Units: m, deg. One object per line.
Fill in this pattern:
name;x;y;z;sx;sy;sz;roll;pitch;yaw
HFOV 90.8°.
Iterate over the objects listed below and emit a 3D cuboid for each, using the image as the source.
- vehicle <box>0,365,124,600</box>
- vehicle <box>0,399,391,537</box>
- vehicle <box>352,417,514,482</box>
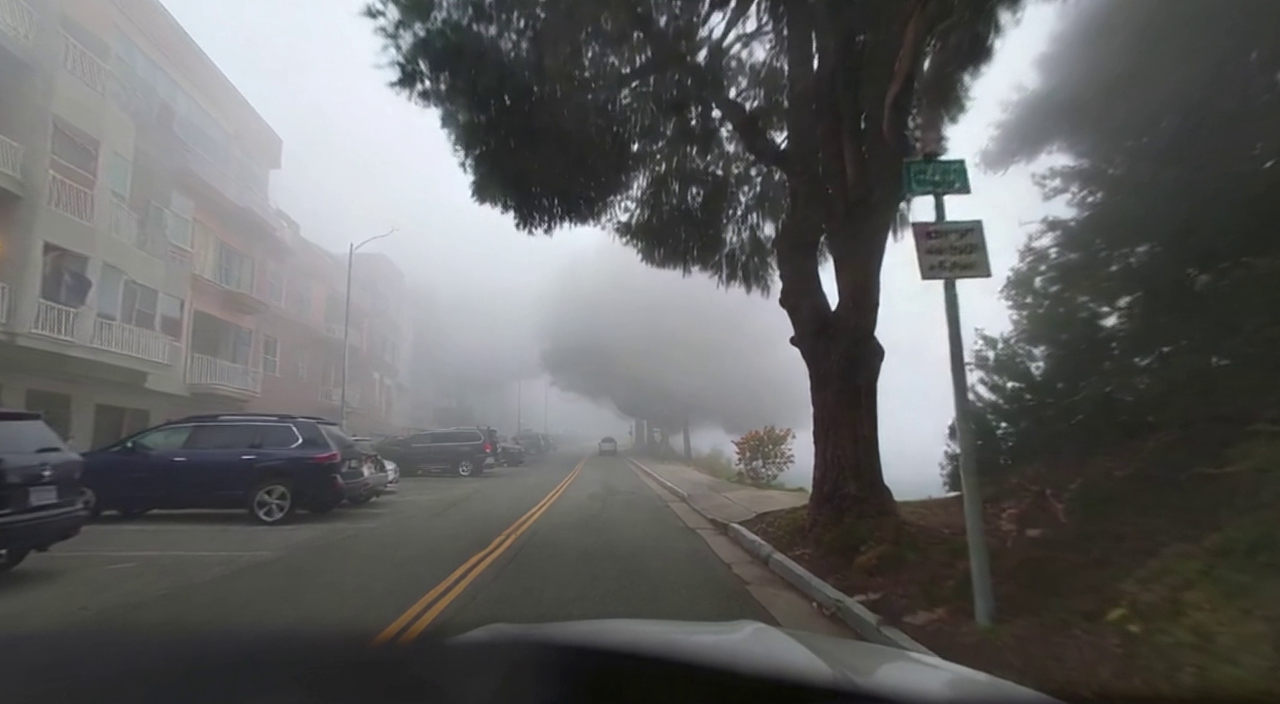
vehicle;-7.518;1.206;5.490;4.254;1.953;2.097;-2;-5;-4
vehicle;-7.809;2.000;11.192;5.824;2.125;2.233;1;-9;-5
vehicle;-8.106;3.902;25.337;5.592;2.439;2.515;0;-9;-3
